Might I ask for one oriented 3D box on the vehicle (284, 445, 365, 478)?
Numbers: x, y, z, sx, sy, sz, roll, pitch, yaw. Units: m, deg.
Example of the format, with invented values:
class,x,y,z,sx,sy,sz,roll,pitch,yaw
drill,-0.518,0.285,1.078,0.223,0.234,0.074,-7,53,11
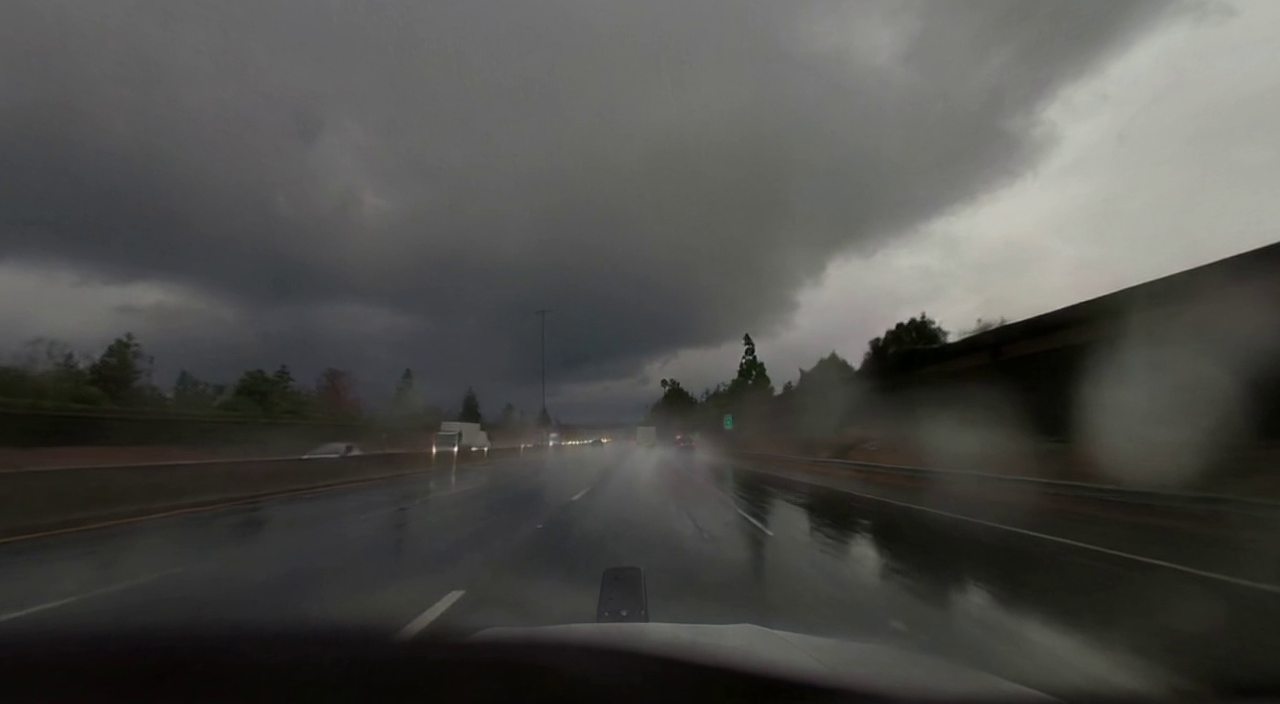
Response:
class,x,y,z,sx,sy,sz,roll,pitch,yaw
vehicle,-15.816,5.479,31.793,1.878,1.513,4.210,0,-8,1
